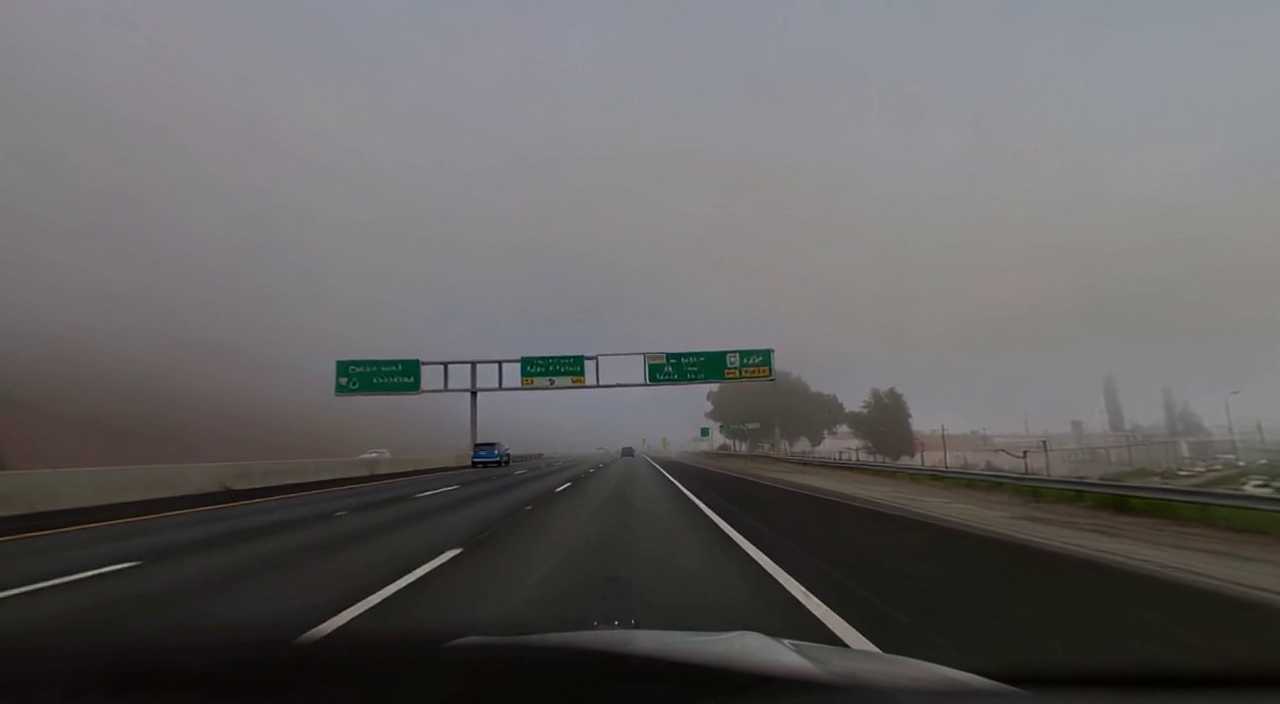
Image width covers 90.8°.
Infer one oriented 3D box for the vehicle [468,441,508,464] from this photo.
[{"bbox_3d":[-11.952,7.925,49.903,2.016,1.754,4.543,0,-8,0],"label":"vehicle"}]
